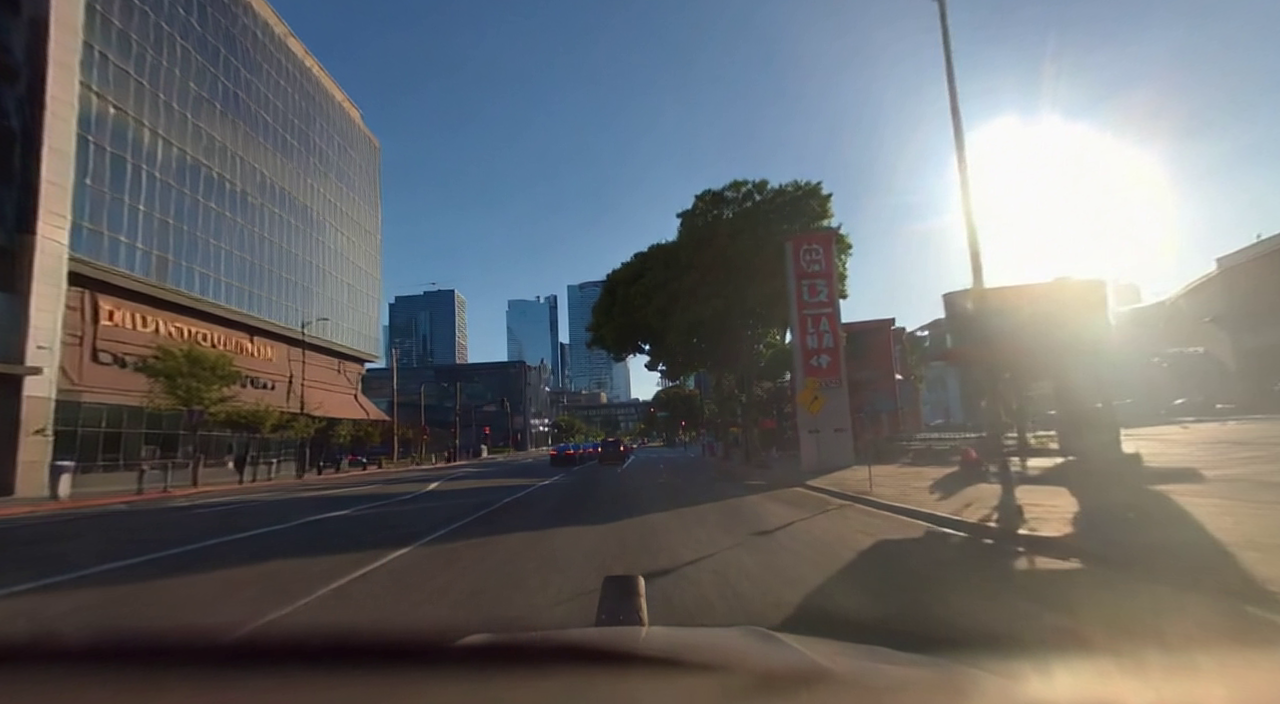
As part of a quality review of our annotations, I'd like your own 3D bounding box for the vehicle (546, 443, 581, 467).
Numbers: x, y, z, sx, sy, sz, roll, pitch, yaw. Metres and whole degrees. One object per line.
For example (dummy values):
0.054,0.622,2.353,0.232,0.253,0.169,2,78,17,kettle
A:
-5.299,7.201,44.244,1.889,1.572,3.599,0,-8,1,vehicle
